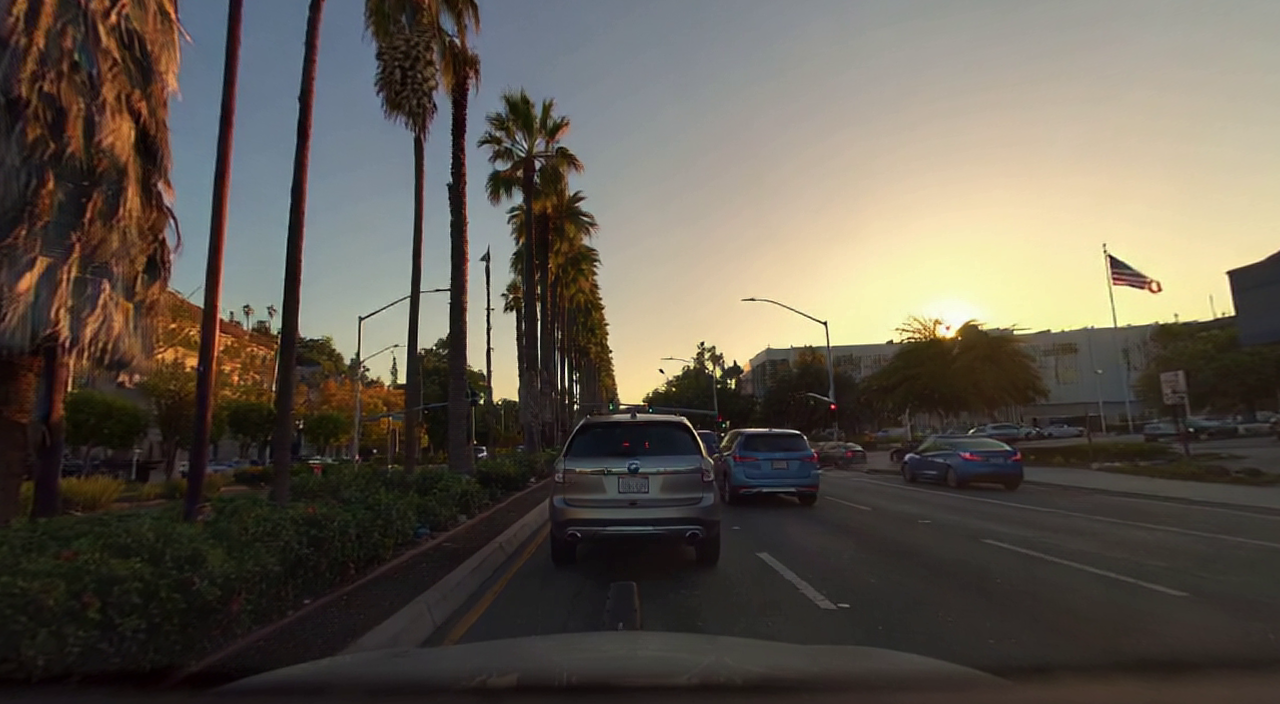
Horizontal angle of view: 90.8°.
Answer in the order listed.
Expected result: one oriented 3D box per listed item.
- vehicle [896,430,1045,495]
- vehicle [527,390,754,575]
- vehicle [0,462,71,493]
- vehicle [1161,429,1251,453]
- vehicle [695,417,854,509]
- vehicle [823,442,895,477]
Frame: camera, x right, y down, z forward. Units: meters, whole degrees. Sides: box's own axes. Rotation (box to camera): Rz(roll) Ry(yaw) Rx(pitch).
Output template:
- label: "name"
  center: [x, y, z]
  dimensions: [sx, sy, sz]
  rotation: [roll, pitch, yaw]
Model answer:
- label: "vehicle"
  center: [10.091, 3.399, 19.833]
  dimensions: [2.155, 1.779, 4.582]
  rotation: [0, -9, 0]
- label: "vehicle"
  center: [-0.092, 1.719, 9.054]
  dimensions: [2.402, 1.938, 4.535]
  rotation: [0, -9, -3]
- label: "vehicle"
  center: [-45.728, 9.079, 45.760]
  dimensions: [6.410, 2.078, 2.584]
  rotation: [0, -9, 0]
- label: "vehicle"
  center: [36.426, 5.756, 40.832]
  dimensions: [1.839, 1.455, 4.395]
  rotation: [0, -9, 2]
- label: "vehicle"
  center: [3.249, 2.918, 17.151]
  dimensions: [2.773, 2.021, 6.212]
  rotation: [0, -9, -2]
- label: "vehicle"
  center: [10.165, 5.012, 29.667]
  dimensions: [1.855, 1.495, 4.143]
  rotation: [0, -9, -1]
